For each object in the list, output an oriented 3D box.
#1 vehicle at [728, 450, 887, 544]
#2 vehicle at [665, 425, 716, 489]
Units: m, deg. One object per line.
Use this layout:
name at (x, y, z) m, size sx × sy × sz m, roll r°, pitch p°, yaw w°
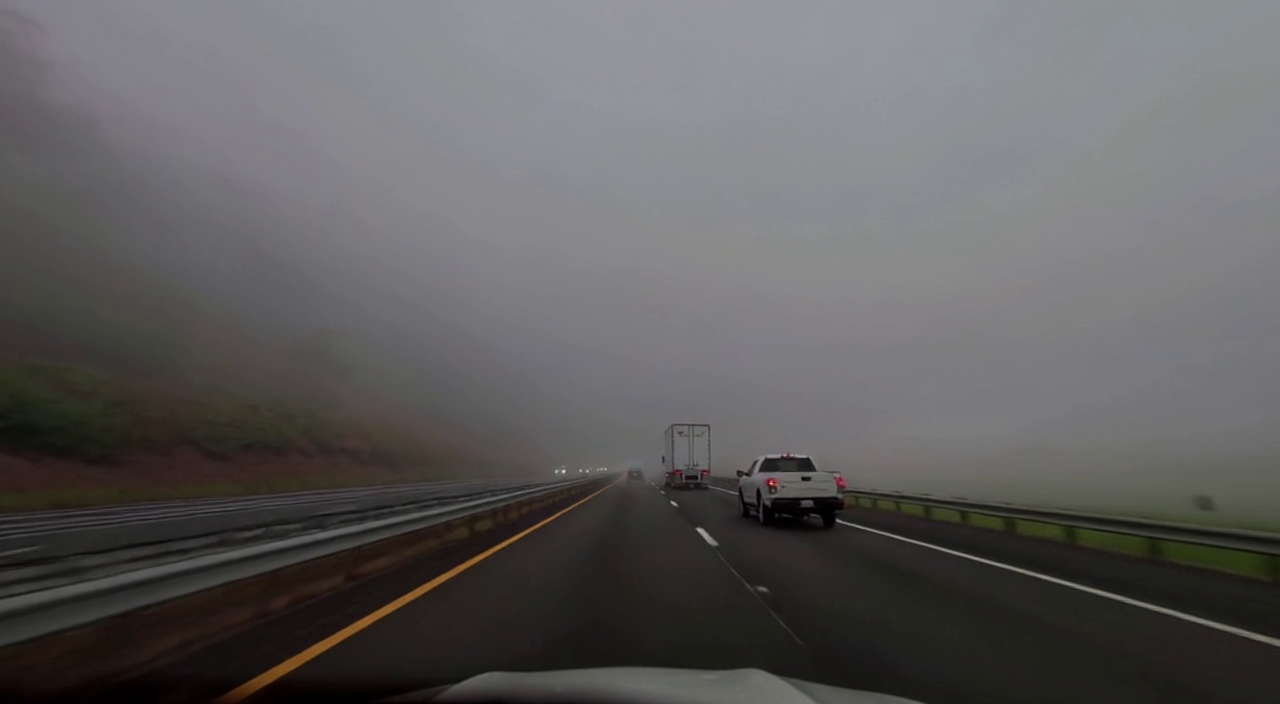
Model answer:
vehicle at (3.372, 3.061, 13.791) m, size 2.124 × 1.662 × 4.641 m, roll 1°, pitch -10°, yaw -1°
vehicle at (3.581, 8.127, 48.547) m, size 2.863 × 4.088 × 14.040 m, roll 1°, pitch -10°, yaw 0°
